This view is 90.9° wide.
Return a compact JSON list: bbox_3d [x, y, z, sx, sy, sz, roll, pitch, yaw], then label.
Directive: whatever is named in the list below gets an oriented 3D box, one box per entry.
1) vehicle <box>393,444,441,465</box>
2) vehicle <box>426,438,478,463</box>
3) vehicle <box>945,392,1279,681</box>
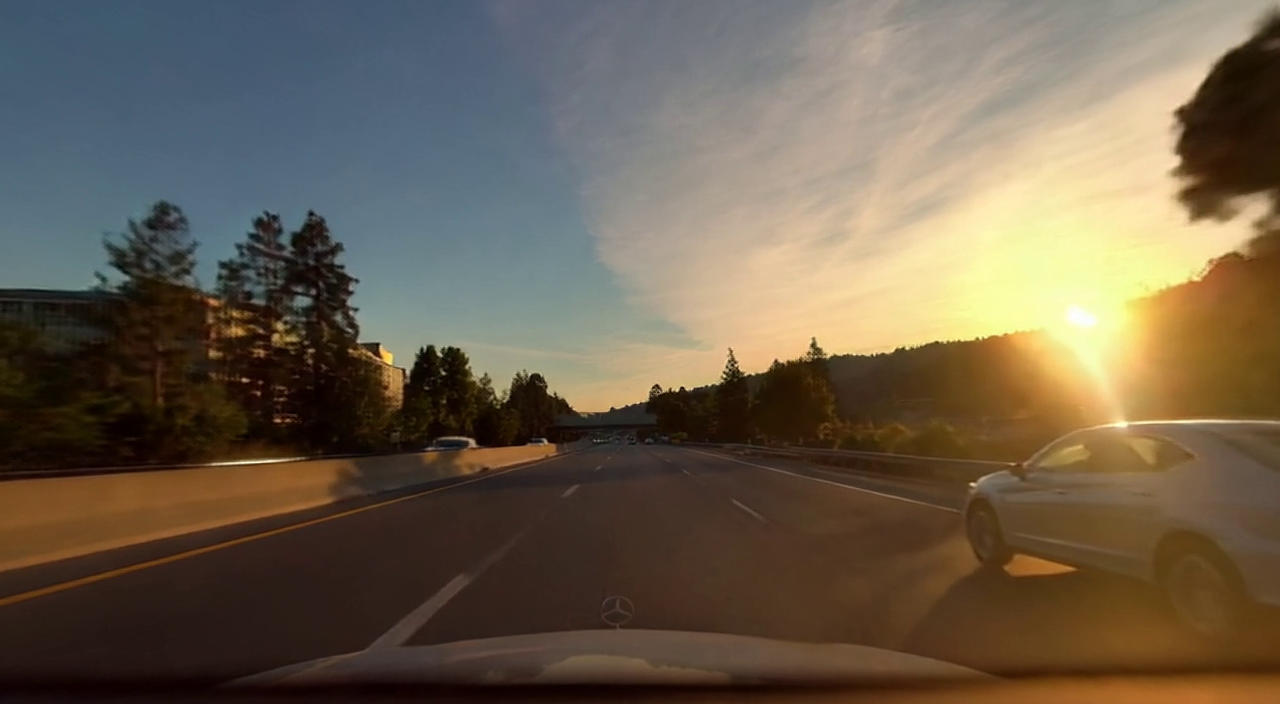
[{"bbox_3d":[-16.597,7.618,47.096,2.045,1.448,4.278,0,-8,0],"label":"vehicle"},{"bbox_3d":[-12.196,6.387,41.186,1.998,1.519,4.537,0,-8,0],"label":"vehicle"},{"bbox_3d":[4.577,1.206,4.814,2.095,1.587,4.638,0,-8,-1],"label":"vehicle"}]
